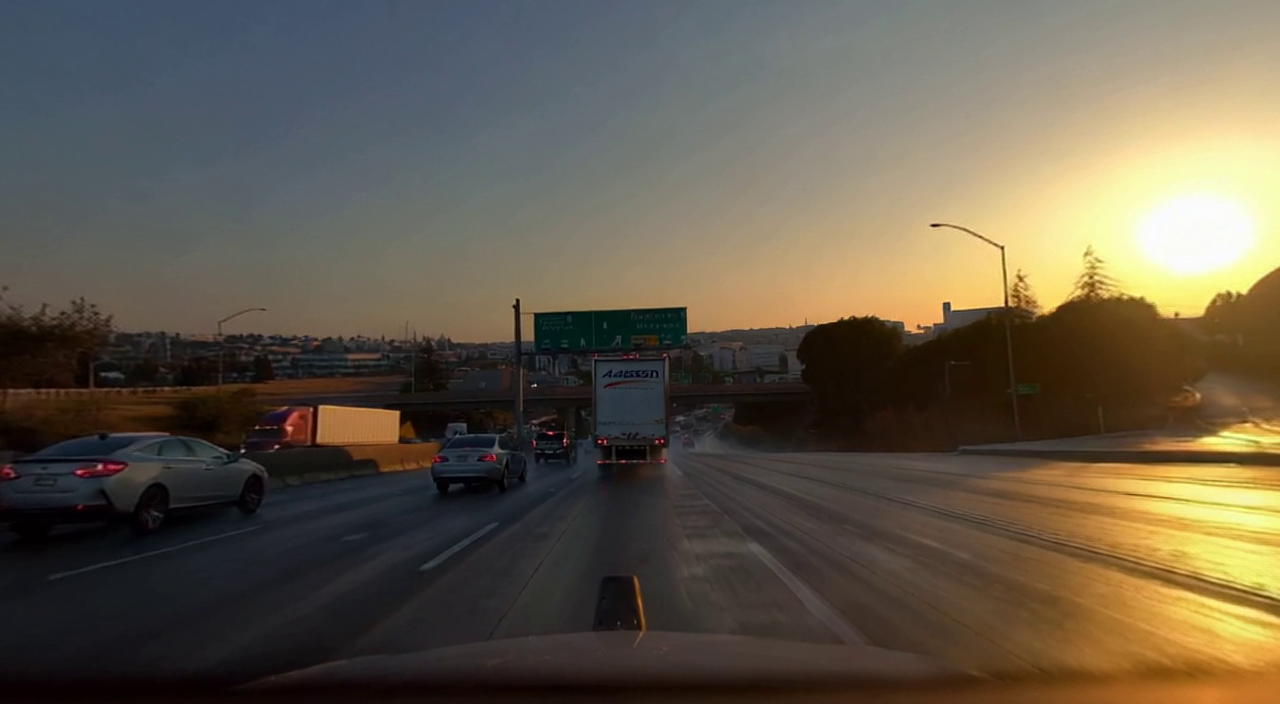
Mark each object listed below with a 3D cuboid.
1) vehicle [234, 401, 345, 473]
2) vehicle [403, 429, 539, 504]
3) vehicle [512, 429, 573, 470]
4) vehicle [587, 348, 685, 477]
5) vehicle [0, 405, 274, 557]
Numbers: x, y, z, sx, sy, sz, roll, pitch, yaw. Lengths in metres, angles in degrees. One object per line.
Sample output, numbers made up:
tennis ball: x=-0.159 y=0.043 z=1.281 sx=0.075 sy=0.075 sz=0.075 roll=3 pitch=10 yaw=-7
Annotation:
vehicle: x=-22.175 y=5.428 z=40.305 sx=3.113 sy=4.229 sz=6.375 roll=0 pitch=-8 yaw=2
vehicle: x=-3.806 y=2.630 z=15.051 sx=1.964 sy=1.507 sz=4.361 roll=0 pitch=-8 yaw=1
vehicle: x=-4.059 y=4.146 z=26.912 sx=1.946 sy=1.599 sz=4.073 roll=0 pitch=-8 yaw=0
vehicle: x=-0.291 y=2.693 z=26.007 sx=3.171 sy=4.204 sz=11.036 roll=0 pitch=-8 yaw=-2
vehicle: x=-7.772 y=1.762 z=9.351 sx=1.998 sy=1.698 sz=4.461 roll=0 pitch=-8 yaw=-1
